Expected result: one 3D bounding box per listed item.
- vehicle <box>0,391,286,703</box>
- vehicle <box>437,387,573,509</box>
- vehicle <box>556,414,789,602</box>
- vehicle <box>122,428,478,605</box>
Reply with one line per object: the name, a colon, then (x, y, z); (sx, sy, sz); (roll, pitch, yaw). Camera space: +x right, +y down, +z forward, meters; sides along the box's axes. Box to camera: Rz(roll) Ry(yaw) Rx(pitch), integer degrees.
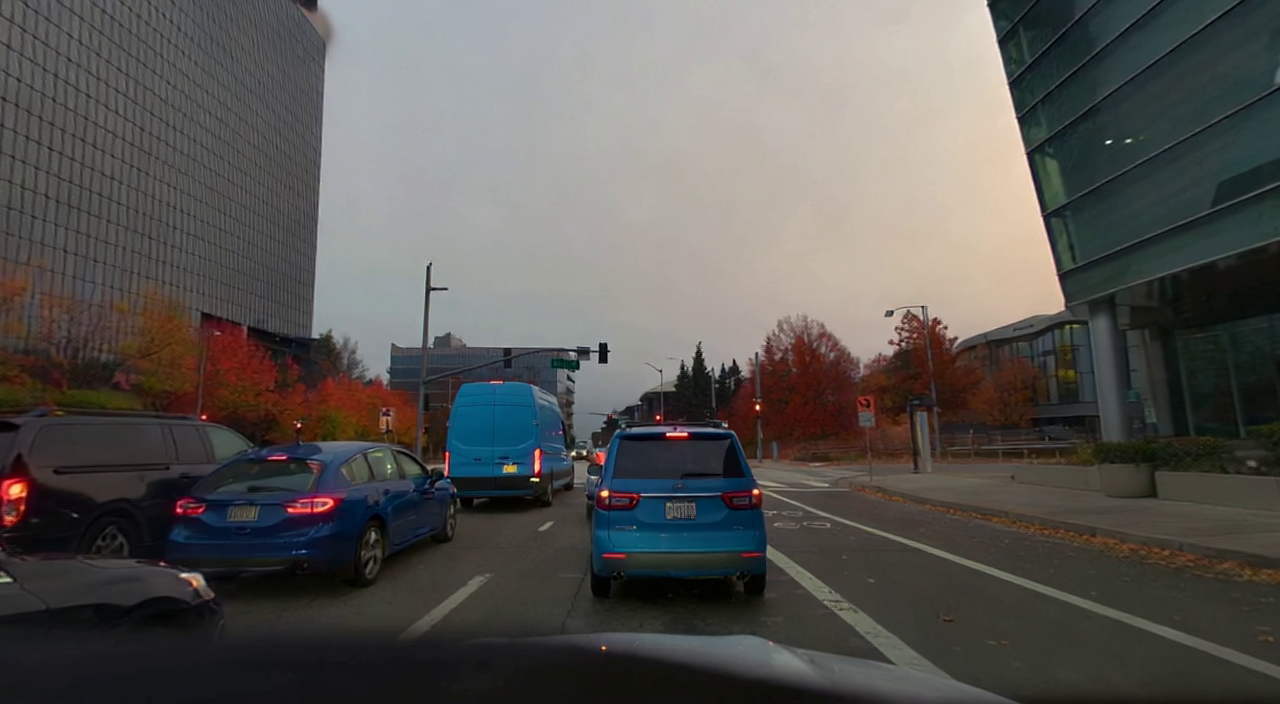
vehicle: (-2.901, 0.818, 1.525); (1.893, 1.491, 3.798); (0, -9, -1)
vehicle: (-3.245, 2.537, 16.574); (2.343, 2.635, 5.684); (0, -9, 0)
vehicle: (0.194, 1.602, 7.205); (1.979, 1.562, 3.630); (0, -9, -3)
vehicle: (-3.484, 1.754, 7.583); (1.955, 1.499, 4.223); (0, -9, 0)
